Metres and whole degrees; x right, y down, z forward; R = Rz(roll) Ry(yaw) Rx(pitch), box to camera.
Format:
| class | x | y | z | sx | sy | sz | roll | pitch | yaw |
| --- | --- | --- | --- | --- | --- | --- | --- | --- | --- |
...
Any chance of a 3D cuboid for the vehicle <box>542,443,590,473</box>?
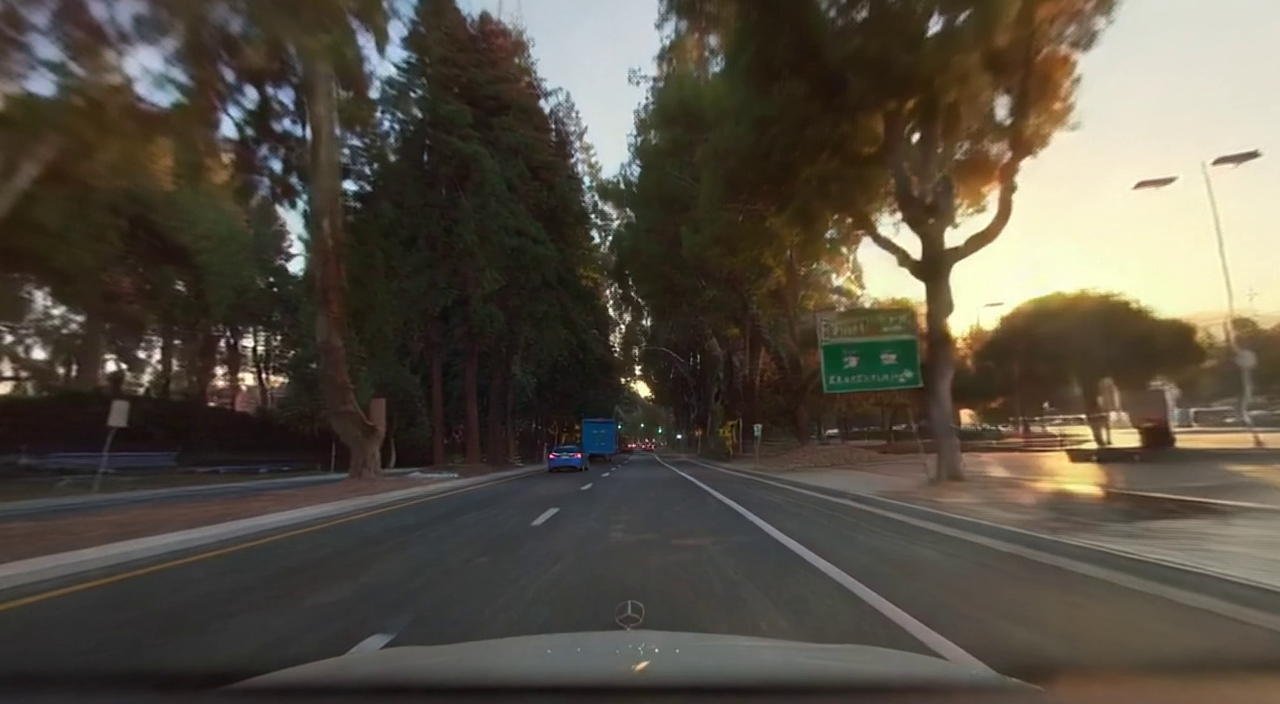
| class | x | y | z | sx | sy | sz | roll | pitch | yaw |
| --- | --- | --- | --- | --- | --- | --- | --- | --- | --- |
| vehicle | -3.889 | 5.658 | 33.937 | 2.005 | 1.462 | 4.345 | 0 | -8 | 1 |
